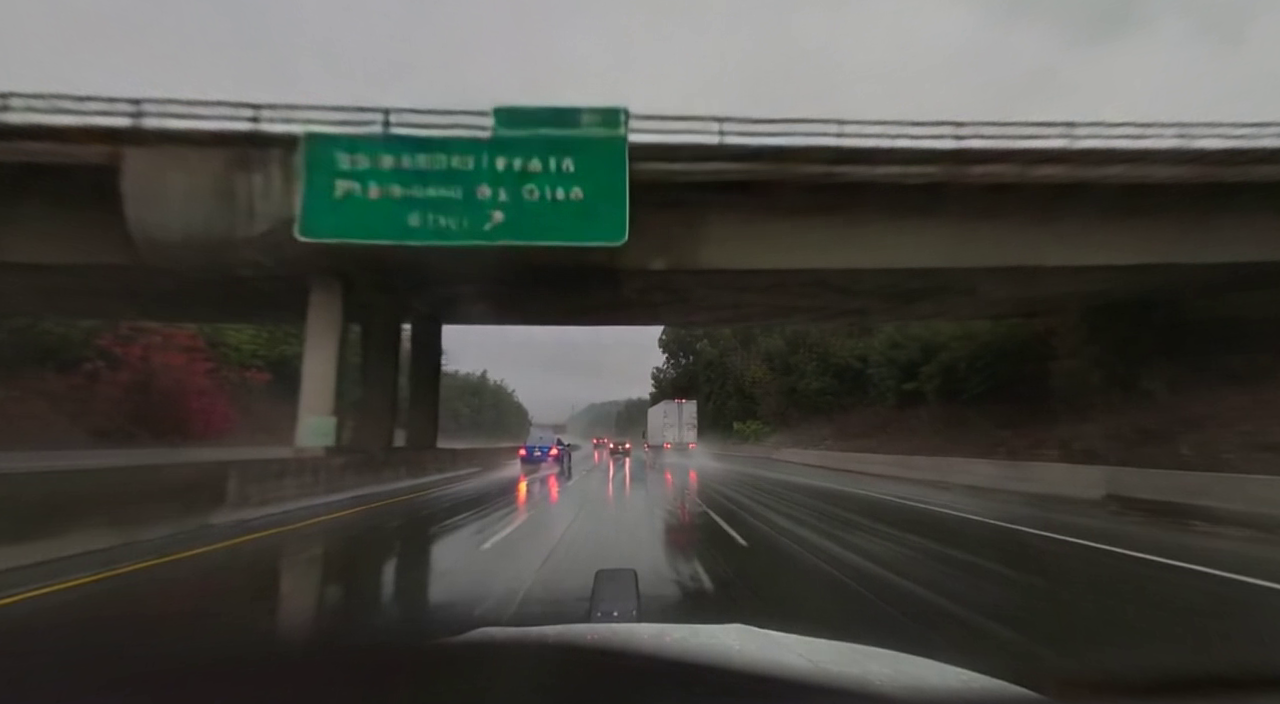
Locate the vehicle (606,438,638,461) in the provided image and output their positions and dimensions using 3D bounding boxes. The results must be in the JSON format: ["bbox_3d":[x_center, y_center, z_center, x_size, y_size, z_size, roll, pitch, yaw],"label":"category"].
[{"bbox_3d":[-1.295,6.844,44.253,2.125,1.542,3.816,0,-8,-2],"label":"vehicle"}]

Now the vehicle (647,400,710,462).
[{"bbox_3d":[2.588,6.167,48.356,3.301,4.034,13.722,0,-8,-3],"label":"vehicle"}]

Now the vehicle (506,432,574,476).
[{"bbox_3d":[-4.326,4.491,28.050,2.377,1.747,4.703,0,-8,-1],"label":"vehicle"}]
